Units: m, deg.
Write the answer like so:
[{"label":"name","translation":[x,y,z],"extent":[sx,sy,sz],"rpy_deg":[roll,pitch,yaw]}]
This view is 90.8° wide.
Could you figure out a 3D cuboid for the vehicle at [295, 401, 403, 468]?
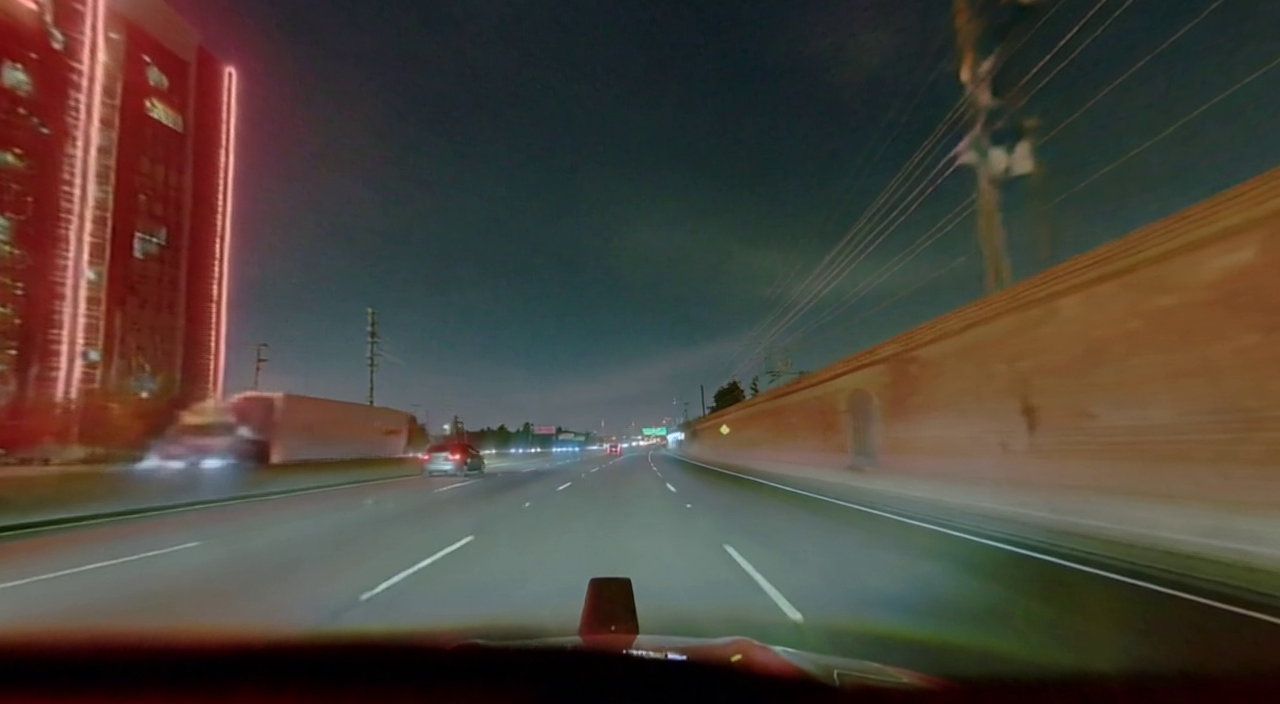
[{"label":"vehicle","translation":[-18.992,5.528,42.053],"extent":[2.837,3.960,8.808],"rpy_deg":[0,-8,1]}]

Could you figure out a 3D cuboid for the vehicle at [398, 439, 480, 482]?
[{"label":"vehicle","translation":[-8.017,4.330,25.586],"extent":[2.013,1.574,3.923],"rpy_deg":[0,-8,0]}]

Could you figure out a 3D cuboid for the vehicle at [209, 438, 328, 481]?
[{"label":"vehicle","translation":[-14.658,4.262,25.306],"extent":[2.012,1.536,4.552],"rpy_deg":[0,-8,0]}]

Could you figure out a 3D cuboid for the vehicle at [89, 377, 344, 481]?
[{"label":"vehicle","translation":[-18.989,3.844,30.416],"extent":[2.983,3.872,13.479],"rpy_deg":[0,-8,0]}]
